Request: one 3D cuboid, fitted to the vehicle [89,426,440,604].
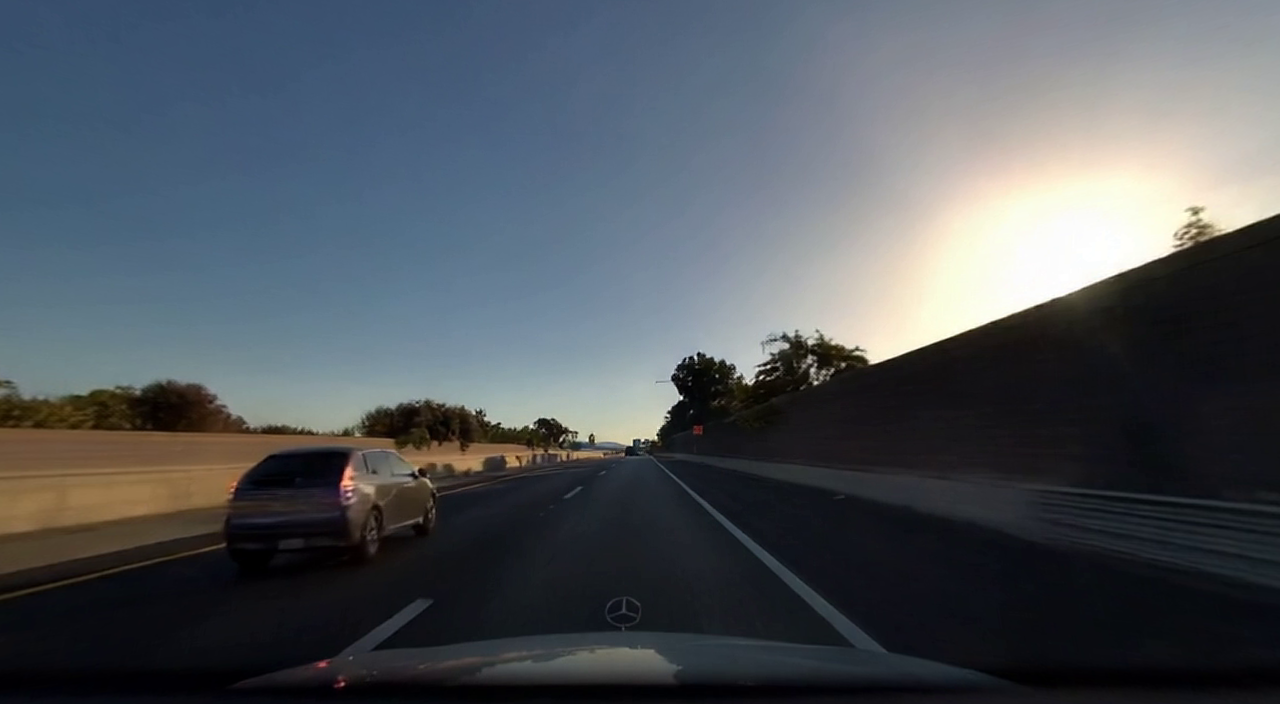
[{"bbox_3d":[-4.137,1.827,7.959,1.844,1.620,4.142,0,-9,0],"label":"vehicle"}]
